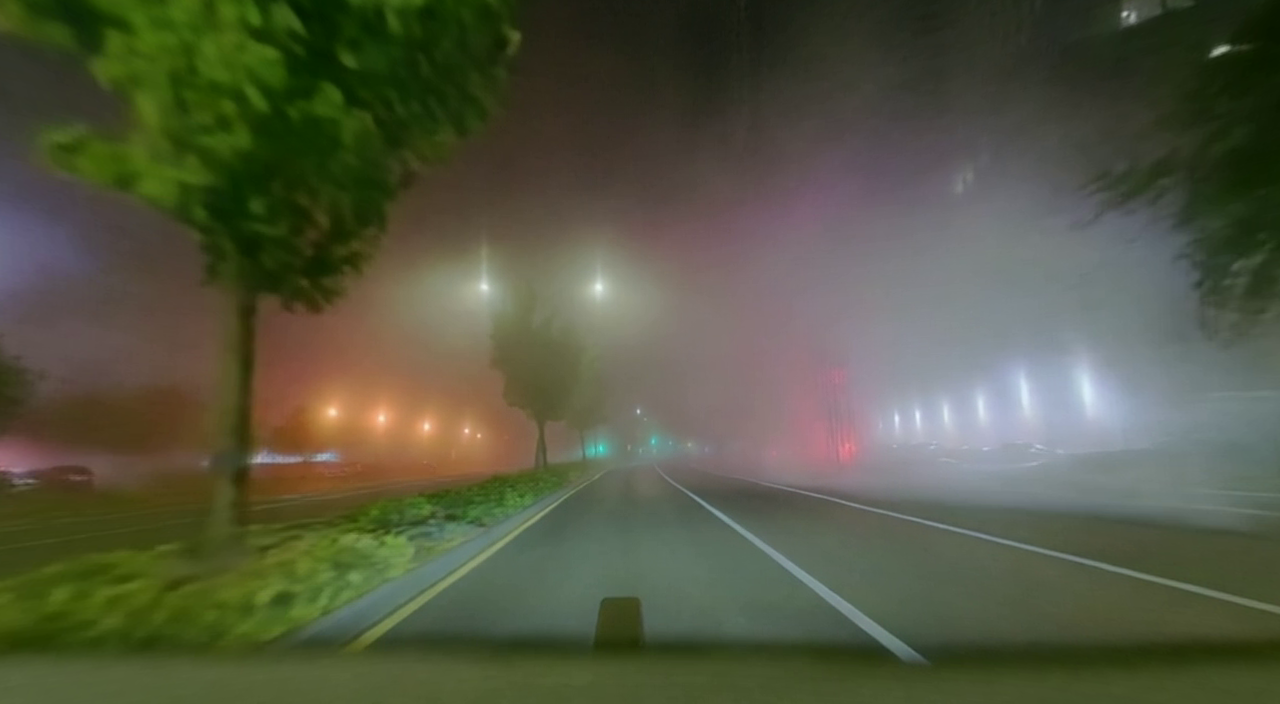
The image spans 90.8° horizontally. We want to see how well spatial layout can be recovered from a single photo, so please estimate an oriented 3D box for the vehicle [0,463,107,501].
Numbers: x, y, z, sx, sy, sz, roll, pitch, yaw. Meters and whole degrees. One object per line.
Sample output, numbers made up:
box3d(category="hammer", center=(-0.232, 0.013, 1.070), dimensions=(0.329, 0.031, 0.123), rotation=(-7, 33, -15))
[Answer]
box3d(category="vehicle", center=(-26.790, 5.774, 27.958), dimensions=(4.410, 1.430, 1.897), rotation=(1, -9, -23))
